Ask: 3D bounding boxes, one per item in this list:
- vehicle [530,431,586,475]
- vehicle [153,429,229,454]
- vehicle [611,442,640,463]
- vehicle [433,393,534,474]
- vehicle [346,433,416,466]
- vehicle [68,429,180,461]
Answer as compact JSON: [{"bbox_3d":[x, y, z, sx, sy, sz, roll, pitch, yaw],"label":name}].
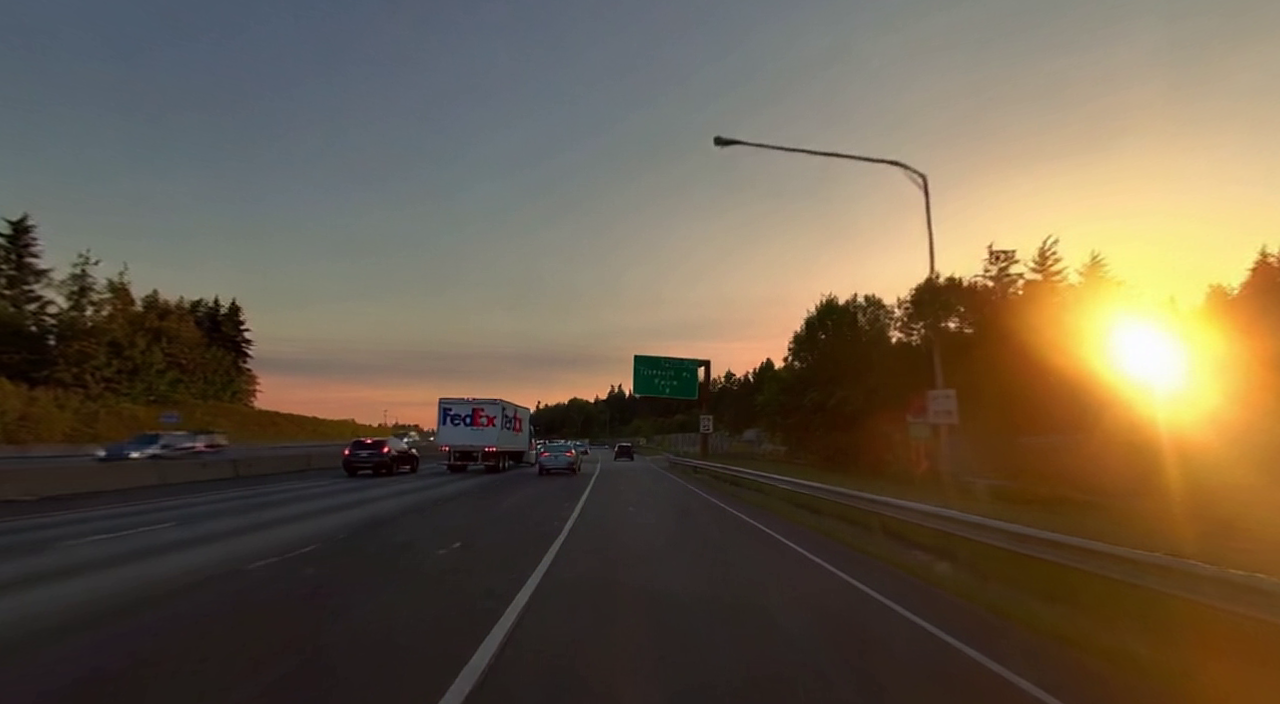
[{"bbox_3d":[-3.728,4.696,29.537,2.170,1.886,4.628,0,-9,-2],"label":"vehicle"},{"bbox_3d":[-30.893,6.213,43.689,1.914,1.670,4.733,0,-9,-3],"label":"vehicle"},{"bbox_3d":[-1.122,7.513,47.182,2.043,1.489,3.839,0,-9,-3],"label":"vehicle"},{"bbox_3d":[-7.051,3.931,29.924,2.870,3.266,8.589,0,-9,-2],"label":"vehicle"},{"bbox_3d":[-13.920,5.264,34.252,2.018,1.668,4.409,0,-9,-2],"label":"vehicle"},{"bbox_3d":[-26.714,4.865,32.972,1.992,1.536,4.707,0,-9,-2],"label":"vehicle"}]
